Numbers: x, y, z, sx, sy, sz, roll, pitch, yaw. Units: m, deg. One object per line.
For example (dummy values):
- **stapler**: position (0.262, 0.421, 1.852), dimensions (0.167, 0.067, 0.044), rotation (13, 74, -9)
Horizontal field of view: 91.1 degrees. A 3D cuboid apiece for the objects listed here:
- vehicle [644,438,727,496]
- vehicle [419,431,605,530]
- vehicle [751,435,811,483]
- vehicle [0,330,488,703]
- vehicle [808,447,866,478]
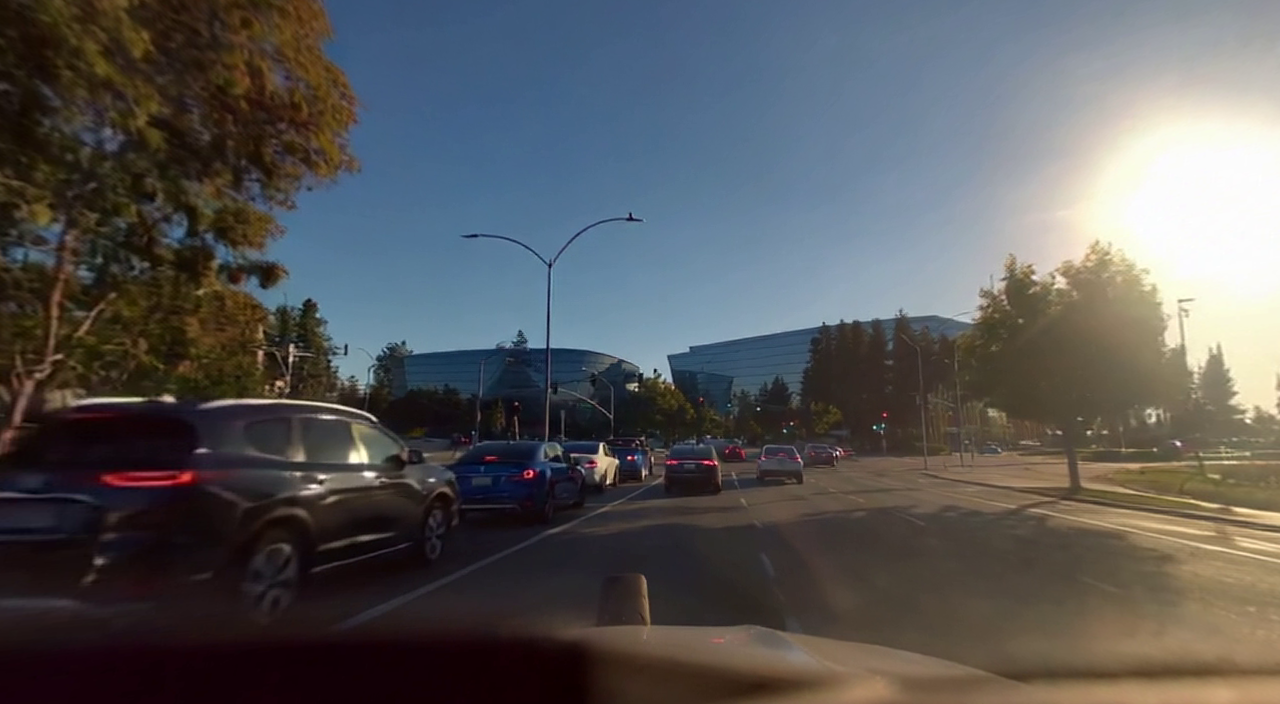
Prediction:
- **vehicle**: position (1.541, 3.425, 19.195), dimensions (2.205, 1.537, 4.895), rotation (-1, -9, 8)
- **vehicle**: position (-2.187, 2.388, 12.221), dimensions (2.068, 1.525, 4.452), rotation (-2, -9, 9)
- **vehicle**: position (5.836, 4.470, 26.517), dimensions (2.102, 1.815, 4.716), rotation (-1, -9, 8)
- **vehicle**: position (-3.209, 1.180, 5.305), dimensions (2.142, 1.834, 4.588), rotation (-2, -9, 9)
- **vehicle**: position (10.406, 5.865, 33.549), dimensions (2.120, 1.497, 4.323), rotation (-1, -9, 6)
